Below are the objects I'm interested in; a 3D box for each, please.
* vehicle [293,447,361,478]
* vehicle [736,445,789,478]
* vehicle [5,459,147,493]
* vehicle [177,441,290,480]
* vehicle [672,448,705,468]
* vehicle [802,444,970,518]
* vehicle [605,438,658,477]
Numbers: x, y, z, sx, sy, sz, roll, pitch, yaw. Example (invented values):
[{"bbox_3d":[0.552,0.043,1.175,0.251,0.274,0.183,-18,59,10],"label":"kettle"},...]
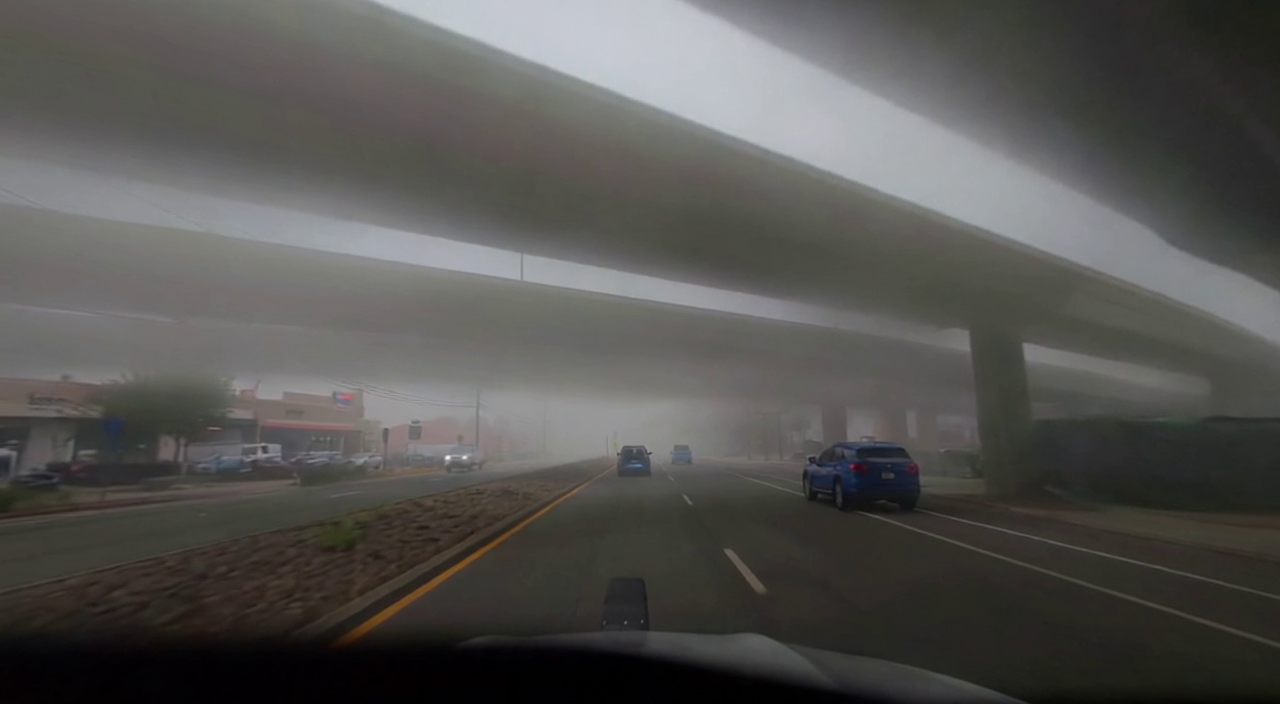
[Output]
[{"bbox_3d":[-19.618,6.932,39.727,1.989,1.820,4.427,0,-9,-1],"label":"vehicle"},{"bbox_3d":[6.559,5.887,34.286,1.974,1.663,4.299,0,-9,-1],"label":"vehicle"},{"bbox_3d":[-26.916,5.909,30.305,4.582,1.429,1.962,3,-9,-20],"label":"vehicle"},{"bbox_3d":[-25.271,6.769,39.692,2.510,2.180,7.492,0,-9,-4],"label":"vehicle"},{"bbox_3d":[3.627,7.988,47.707,2.126,1.375,4.241,0,-9,-1],"label":"vehicle"},{"bbox_3d":[5.582,2.963,15.091,1.954,1.479,4.557,0,-9,-3],"label":"vehicle"},{"bbox_3d":[-0.379,5.251,31.588,2.441,1.813,4.581,0,-9,0],"label":"vehicle"}]
